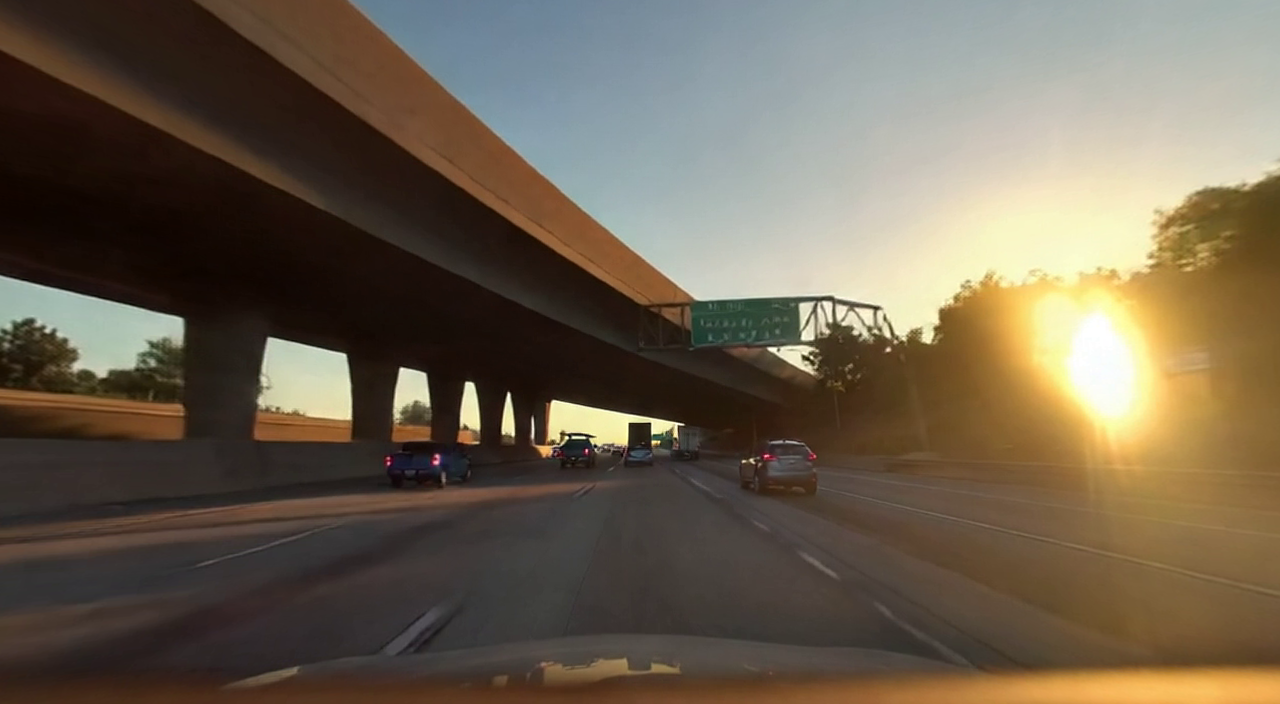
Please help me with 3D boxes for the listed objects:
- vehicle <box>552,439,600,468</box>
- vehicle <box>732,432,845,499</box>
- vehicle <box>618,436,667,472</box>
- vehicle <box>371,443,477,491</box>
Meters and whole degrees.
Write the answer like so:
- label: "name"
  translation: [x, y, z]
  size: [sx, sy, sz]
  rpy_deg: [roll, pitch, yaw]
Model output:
- label: "vehicle"
  translation: [-4.011, 6.500, 40.654]
  size: [2.535, 1.715, 5.030]
  rpy_deg: [0, -9, 0]
- label: "vehicle"
  translation: [3.984, 3.127, 17.748]
  size: [2.119, 1.653, 4.000]
  rpy_deg: [0, -9, -1]
- label: "vehicle"
  translation: [0.125, 5.774, 35.985]
  size: [2.572, 1.837, 5.693]
  rpy_deg: [0, -9, 0]
- label: "vehicle"
  translation: [-7.188, 3.841, 21.588]
  size: [1.947, 1.444, 4.595]
  rpy_deg: [0, -9, 1]
